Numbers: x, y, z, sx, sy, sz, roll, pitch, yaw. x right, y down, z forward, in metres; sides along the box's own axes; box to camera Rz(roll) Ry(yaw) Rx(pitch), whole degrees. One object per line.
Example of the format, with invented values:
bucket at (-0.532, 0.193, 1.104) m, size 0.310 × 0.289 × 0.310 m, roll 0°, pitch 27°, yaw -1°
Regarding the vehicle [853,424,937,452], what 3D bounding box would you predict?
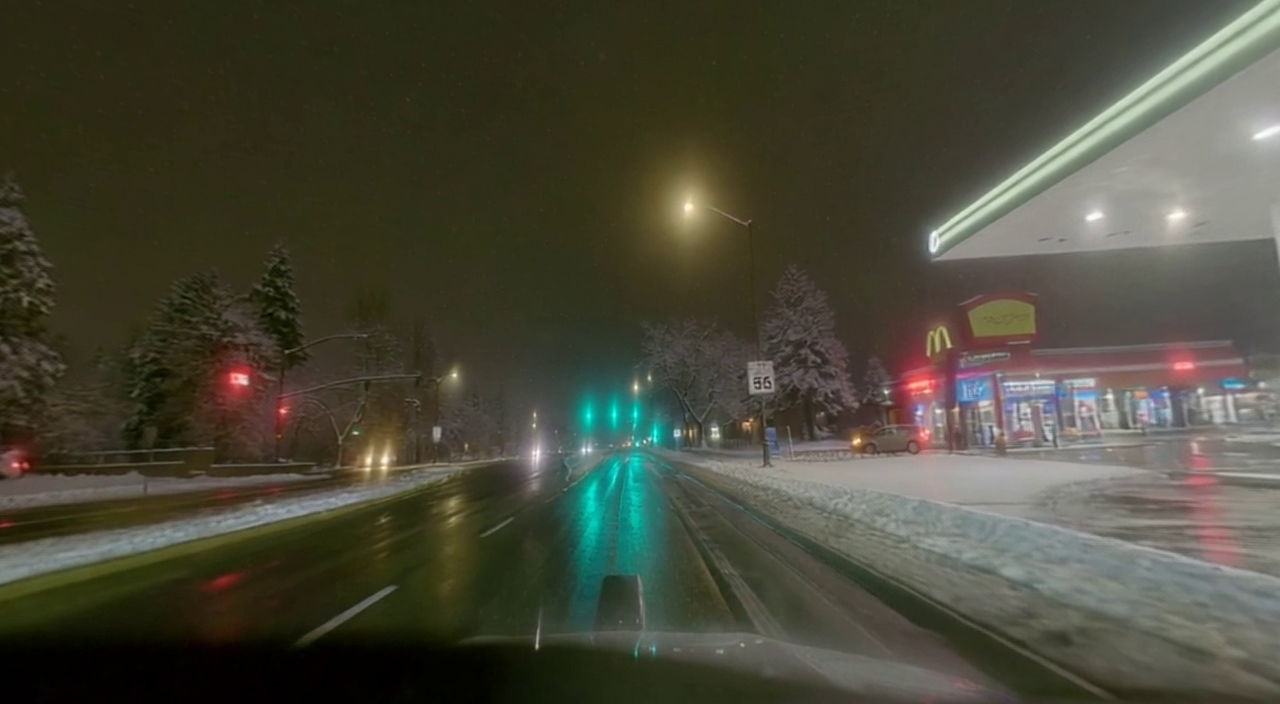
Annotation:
vehicle at (16.718, 5.686, 41.423) m, size 4.640 × 1.800 × 2.026 m, roll 0°, pitch -9°, yaw -2°
